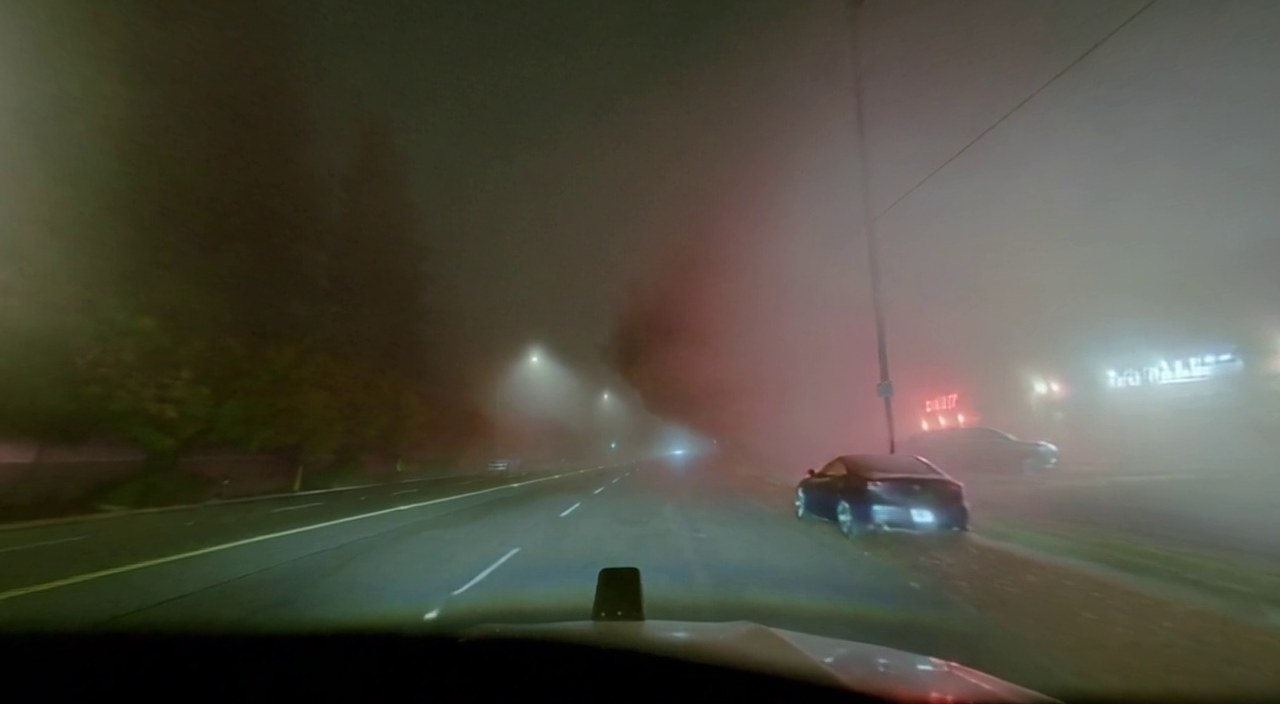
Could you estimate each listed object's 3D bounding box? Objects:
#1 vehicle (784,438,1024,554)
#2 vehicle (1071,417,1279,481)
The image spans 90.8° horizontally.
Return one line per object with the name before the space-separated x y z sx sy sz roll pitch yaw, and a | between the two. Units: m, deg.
vehicle | 4.009 2.248 10.738 2.080 1.503 4.821 0 -8 1
vehicle | 15.605 2.842 18.556 4.290 1.717 2.013 -1 -8 7
